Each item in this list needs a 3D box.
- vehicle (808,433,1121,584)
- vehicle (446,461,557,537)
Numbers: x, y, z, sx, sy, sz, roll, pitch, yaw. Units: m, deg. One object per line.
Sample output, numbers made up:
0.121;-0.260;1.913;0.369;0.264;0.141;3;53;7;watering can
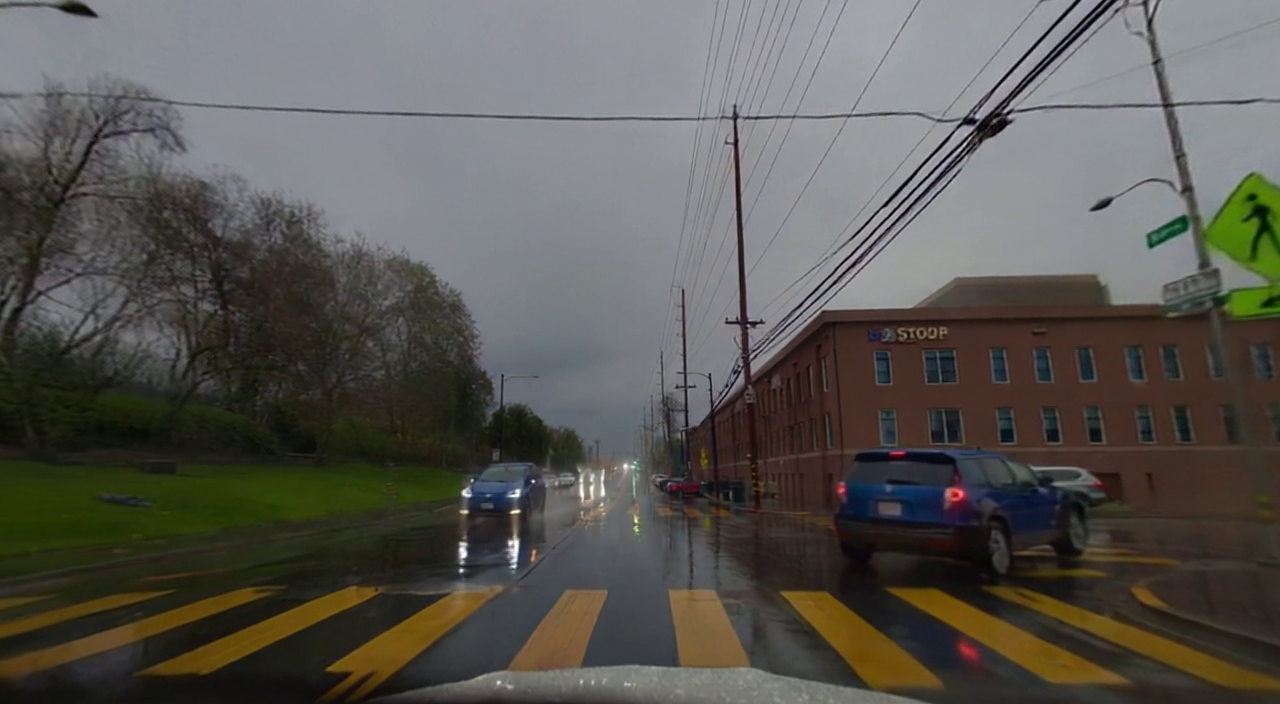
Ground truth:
5.183;2.207;9.914;4.872;1.789;2.214;6;-10;-34;vehicle
-3.379;3.648;16.240;1.911;1.563;4.057;0;-8;0;vehicle
